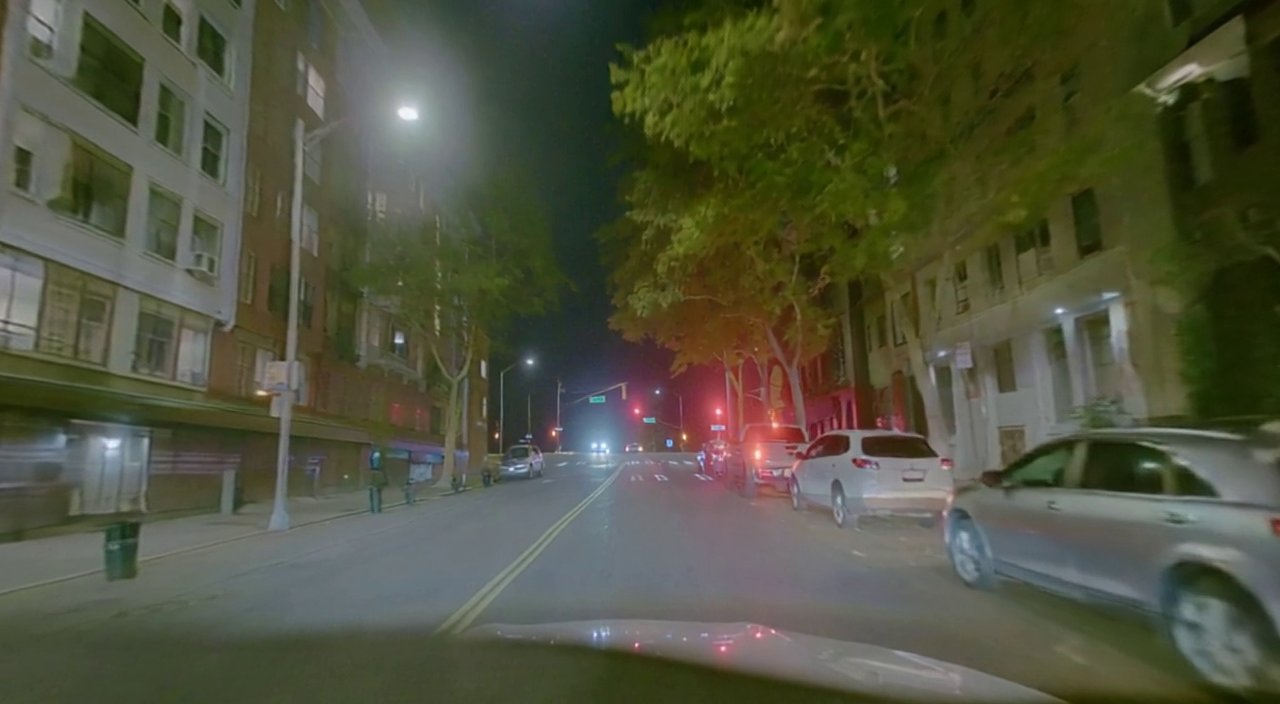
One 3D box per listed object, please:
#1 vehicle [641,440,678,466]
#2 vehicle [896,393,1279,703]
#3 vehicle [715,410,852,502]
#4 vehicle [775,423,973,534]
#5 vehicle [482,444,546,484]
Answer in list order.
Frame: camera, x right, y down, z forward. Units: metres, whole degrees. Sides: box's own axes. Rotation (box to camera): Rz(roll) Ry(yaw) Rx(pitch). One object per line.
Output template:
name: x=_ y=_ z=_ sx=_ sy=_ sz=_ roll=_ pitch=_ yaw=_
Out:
vehicle: x=1.365 y=6.764 z=42.557 sx=2.111 sy=1.619 sz=4.077 roll=-1 pitch=-9 yaw=8
vehicle: x=3.720 y=1.145 z=4.144 sx=2.066 sy=1.494 sz=4.843 roll=0 pitch=-8 yaw=0
vehicle: x=3.538 y=2.755 z=17.043 sx=2.356 sy=2.043 sz=5.791 roll=0 pitch=-8 yaw=0
vehicle: x=3.892 y=2.162 z=11.407 sx=1.871 sy=1.603 sz=4.161 roll=0 pitch=-8 yaw=-1
vehicle: x=-6.050 y=5.417 z=30.898 sx=2.013 sy=1.772 sz=4.439 roll=-1 pitch=-8 yaw=2
